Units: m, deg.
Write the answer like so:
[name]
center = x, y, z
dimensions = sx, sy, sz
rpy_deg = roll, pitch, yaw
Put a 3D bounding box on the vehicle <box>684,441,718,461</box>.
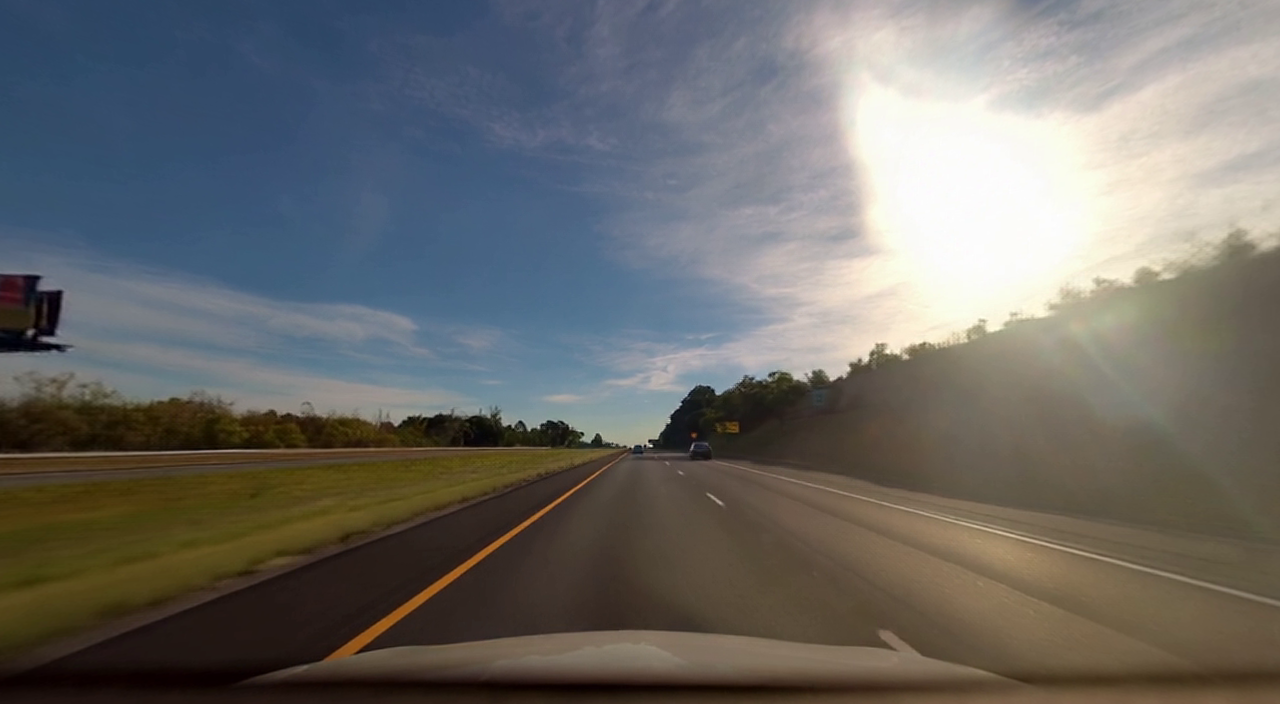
[vehicle]
center = 4.577, 7.509, 48.031
dimensions = 2.012, 1.476, 4.256
rpy_deg = 0, -8, -2
